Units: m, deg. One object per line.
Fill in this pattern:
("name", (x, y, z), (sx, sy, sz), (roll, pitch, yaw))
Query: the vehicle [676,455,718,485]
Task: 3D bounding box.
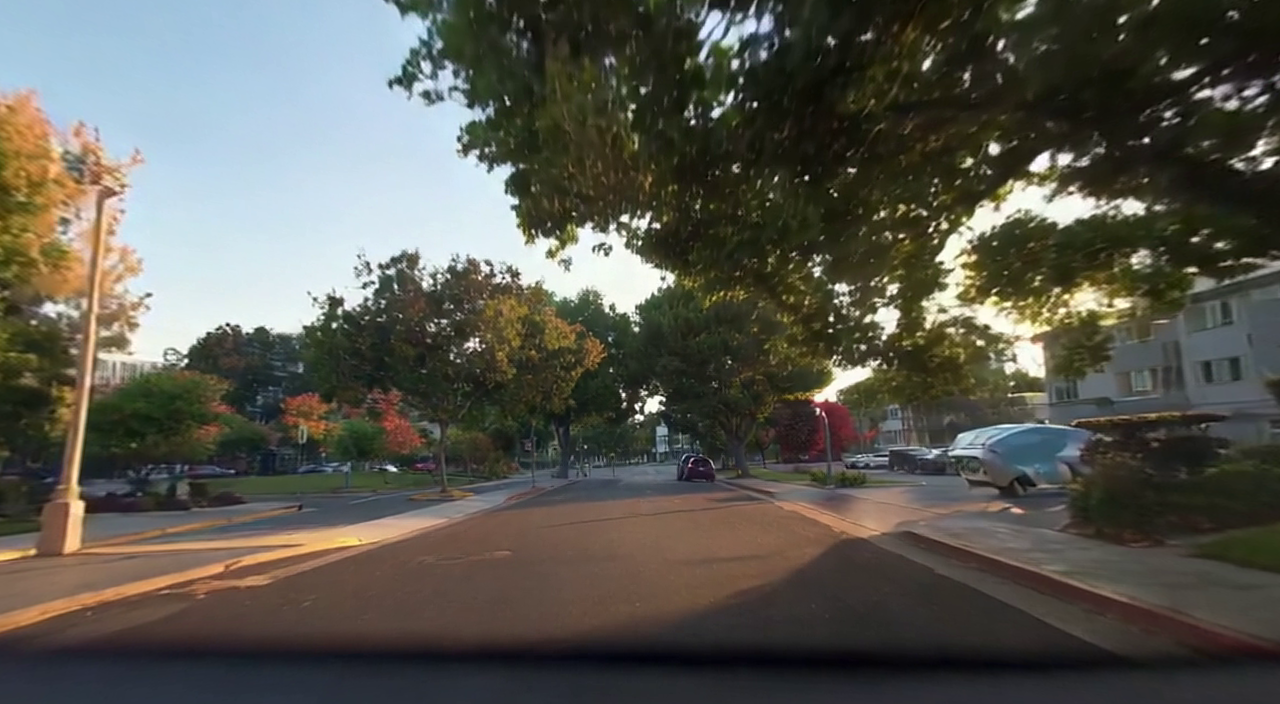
("vehicle", (3.162, 6.672, 35.921), (2.064, 1.532, 4.596), (0, -9, 1))
